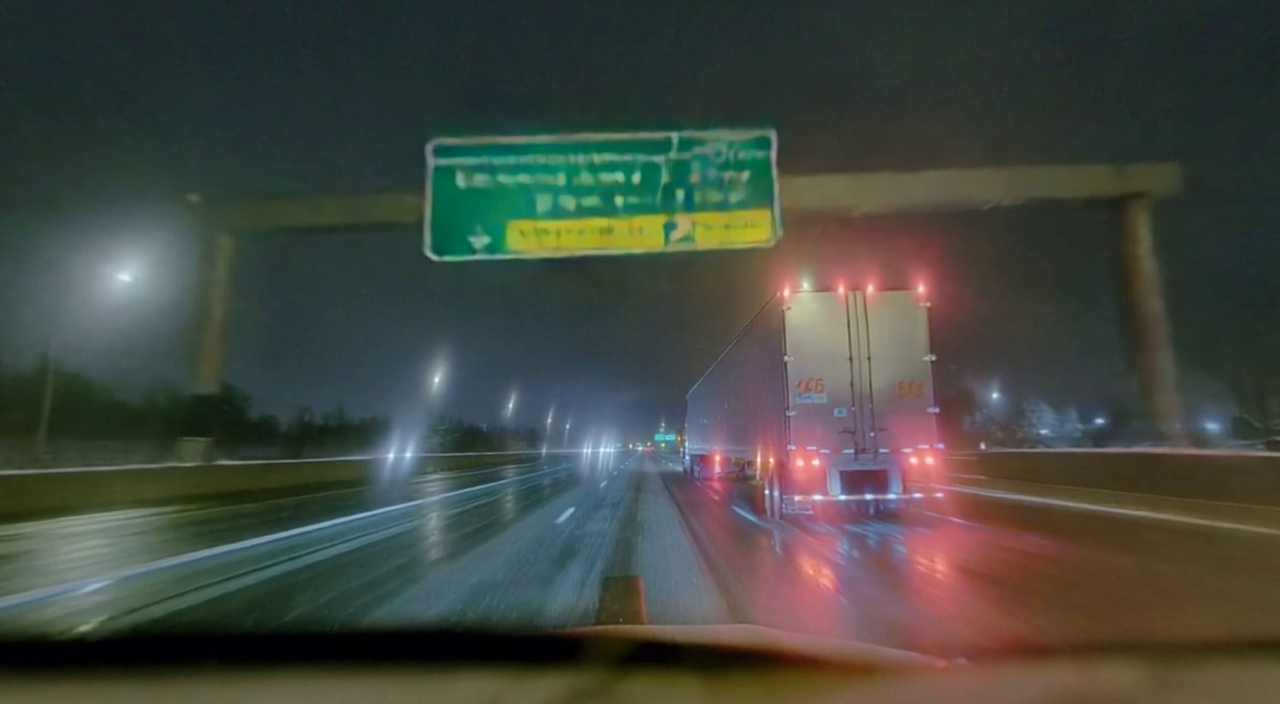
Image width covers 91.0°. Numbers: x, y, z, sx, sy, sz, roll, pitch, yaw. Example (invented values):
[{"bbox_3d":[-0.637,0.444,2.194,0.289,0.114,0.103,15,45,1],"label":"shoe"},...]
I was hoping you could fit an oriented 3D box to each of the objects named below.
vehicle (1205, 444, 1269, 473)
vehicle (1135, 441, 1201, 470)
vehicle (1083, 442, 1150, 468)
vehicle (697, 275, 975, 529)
[{"bbox_3d":[35.322,6.266,37.200,4.488,1.596,1.972,7,-11,-38],"label":"vehicle"},{"bbox_3d":[35.462,6.896,42.231,4.968,1.825,2.218,7,-11,-37],"label":"vehicle"},{"bbox_3d":[36.081,7.765,47.639,4.783,1.697,2.084,2,-9,-28],"label":"vehicle"},{"bbox_3d":[3.843,1.954,18.222,2.949,4.149,16.046,0,-9,0],"label":"vehicle"}]
